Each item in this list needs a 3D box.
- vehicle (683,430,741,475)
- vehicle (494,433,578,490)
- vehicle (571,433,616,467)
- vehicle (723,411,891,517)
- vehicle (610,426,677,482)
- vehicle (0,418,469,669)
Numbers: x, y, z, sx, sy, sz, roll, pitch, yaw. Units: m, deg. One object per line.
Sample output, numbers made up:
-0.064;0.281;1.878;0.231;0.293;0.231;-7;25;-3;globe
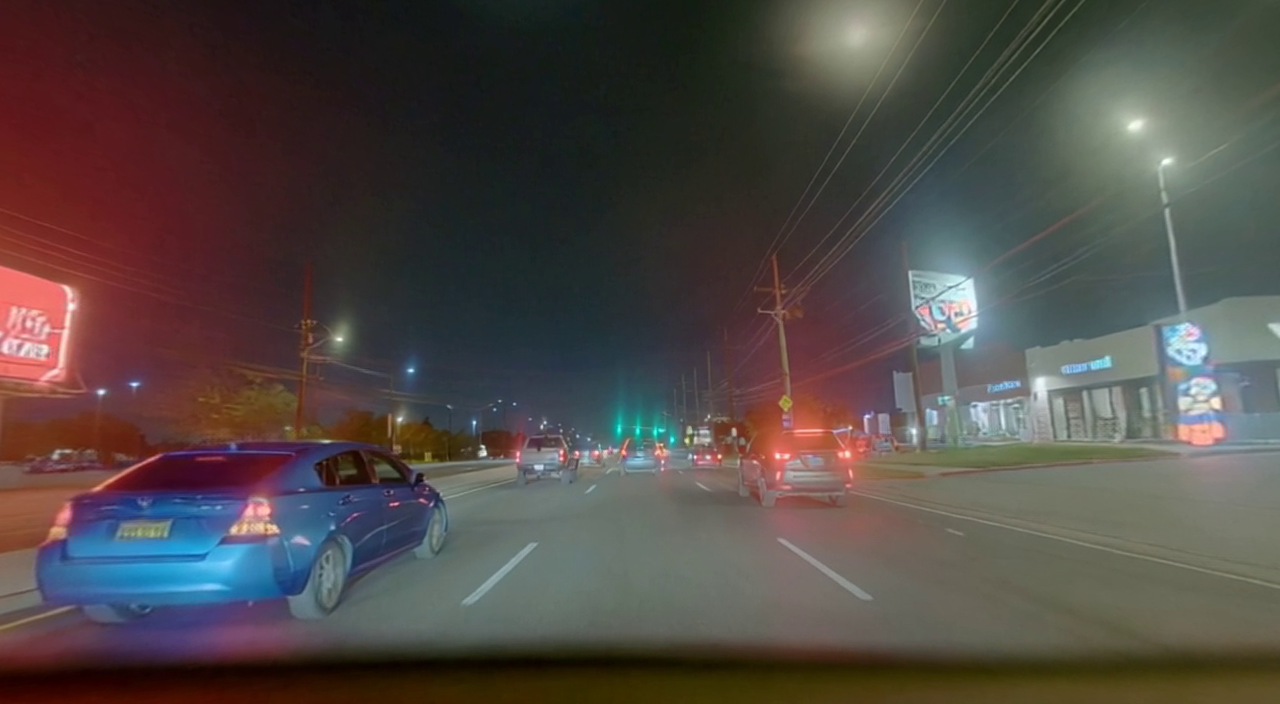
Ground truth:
3.168;4.549;28.764;2.026;1.904;4.102;0;-8;-2;vehicle
-3.280;3.526;20.697;2.051;1.671;3.861;0;-8;0;vehicle
-2.890;6.276;40.566;2.405;2.009;5.909;0;-8;0;vehicle
3.362;2.399;13.990;2.282;1.897;4.915;0;-8;-1;vehicle
0.090;3.878;24.214;2.326;1.925;4.253;0;-8;-1;vehicle
-3.295;1.492;6.132;2.022;1.498;4.471;0;-8;0;vehicle
